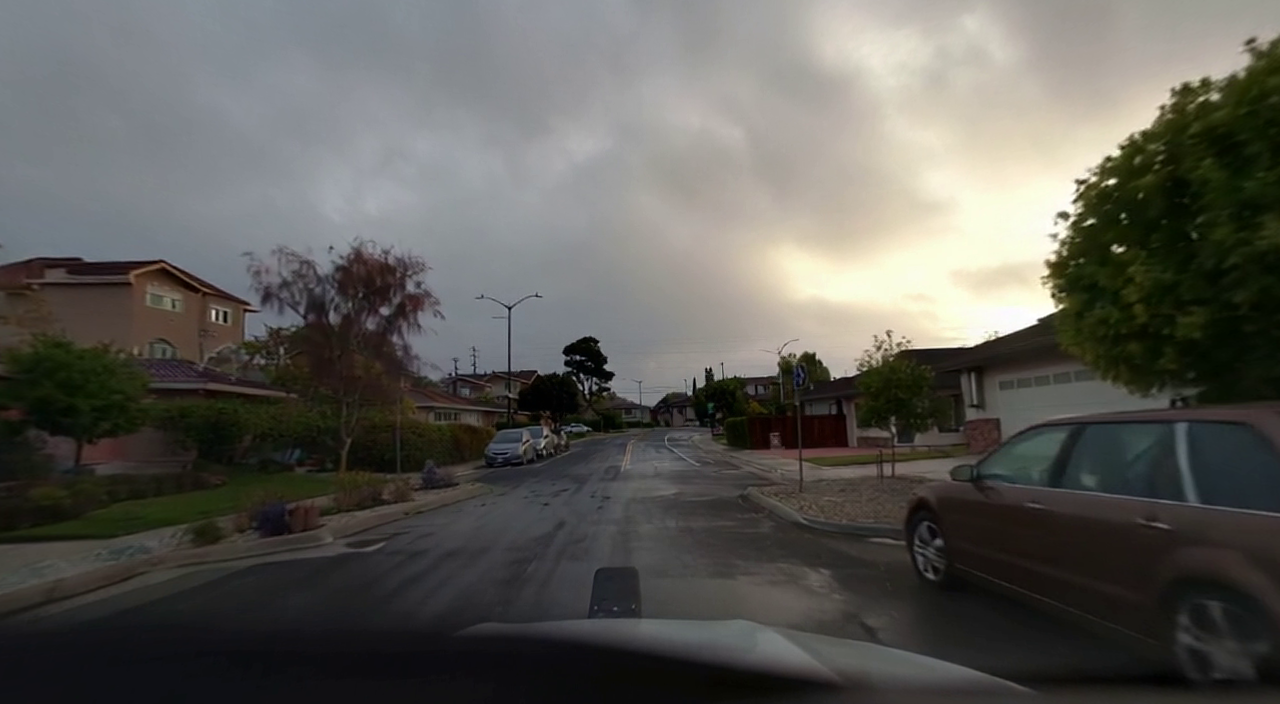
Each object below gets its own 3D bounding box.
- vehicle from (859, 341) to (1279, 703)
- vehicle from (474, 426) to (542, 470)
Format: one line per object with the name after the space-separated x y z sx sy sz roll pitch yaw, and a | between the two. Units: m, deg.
3.287 0.979 3.828 2.073 1.619 4.574 0 -8 -3 | vehicle
-5.704 4.183 27.705 2.147 1.780 4.165 0 -8 -1 | vehicle
